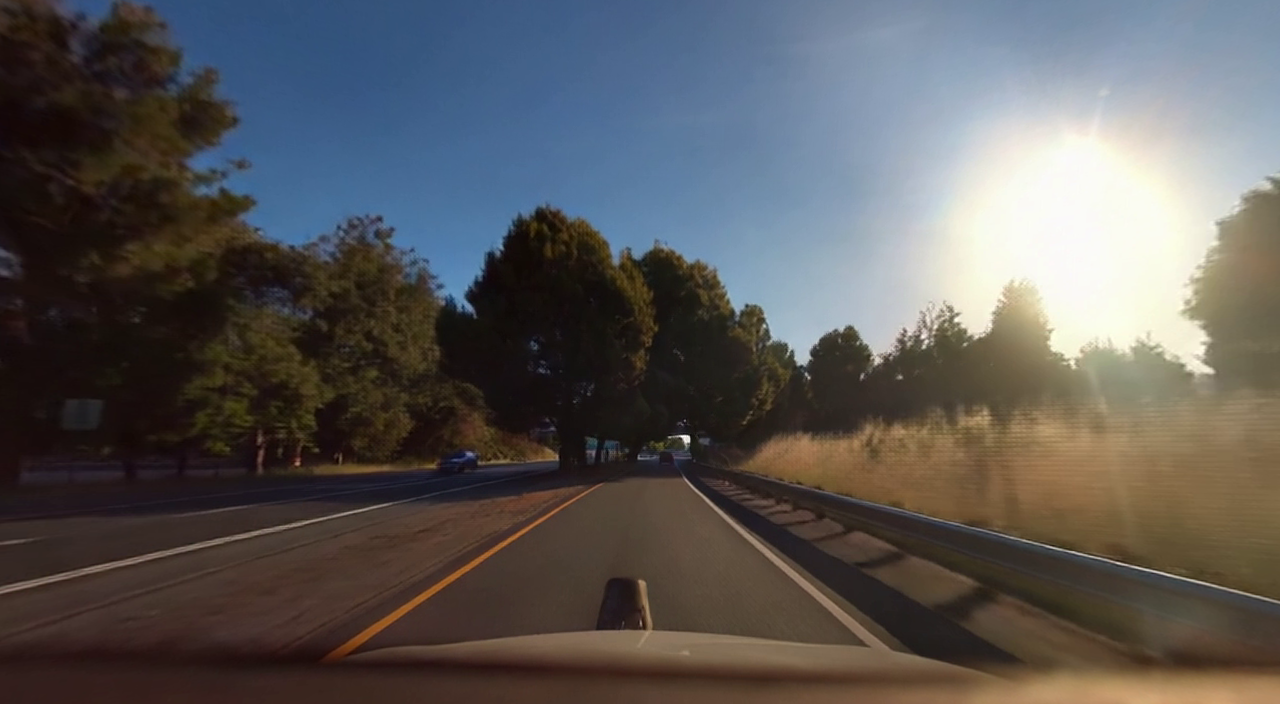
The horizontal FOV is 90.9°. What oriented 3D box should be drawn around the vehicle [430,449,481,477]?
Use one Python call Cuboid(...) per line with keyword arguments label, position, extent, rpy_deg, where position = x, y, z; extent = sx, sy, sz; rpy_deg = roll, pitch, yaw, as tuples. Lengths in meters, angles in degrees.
Cuboid(label="vehicle", position=(-11.931, 7.175, 41.036), extent=(1.981, 1.676, 4.508), rpy_deg=(0, -9, 0))
